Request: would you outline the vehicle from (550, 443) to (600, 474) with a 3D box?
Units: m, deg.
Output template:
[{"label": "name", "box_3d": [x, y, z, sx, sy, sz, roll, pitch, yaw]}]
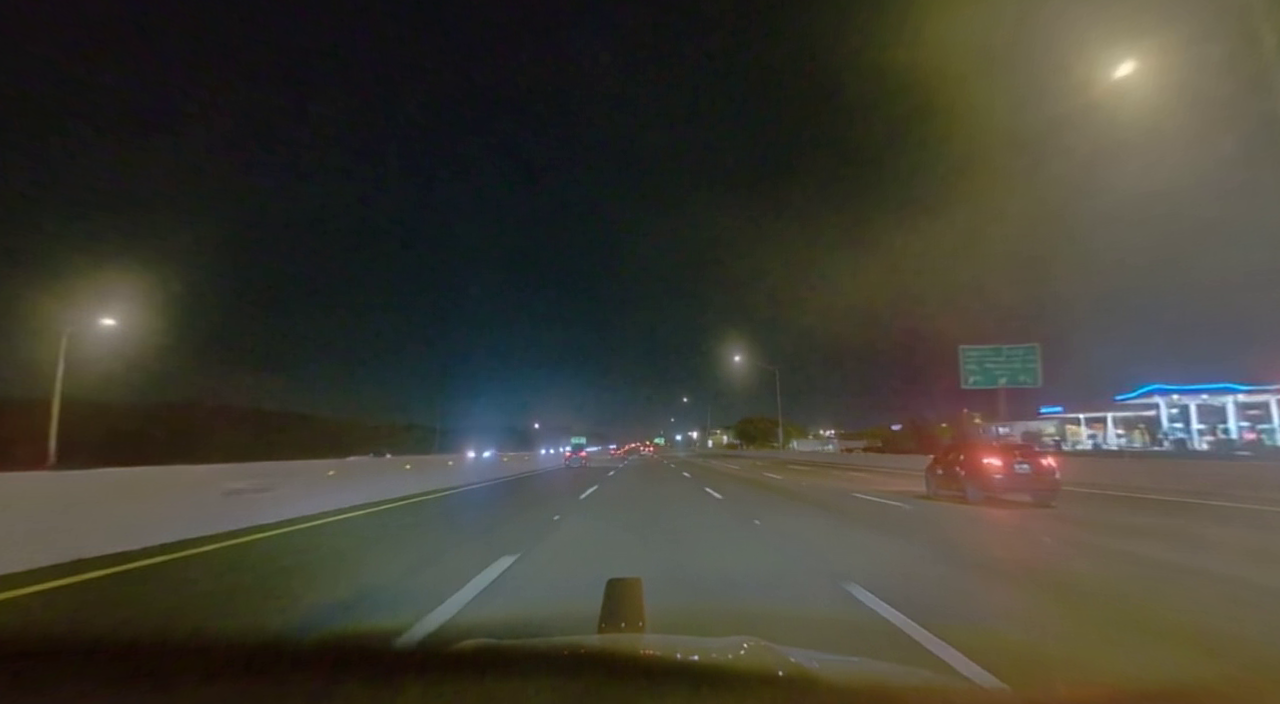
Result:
[{"label": "vehicle", "box_3d": [-3.324, 5.538, 32.968, 2.114, 1.510, 4.186, -1, -9, 1]}]

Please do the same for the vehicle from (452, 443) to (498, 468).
[{"label": "vehicle", "box_3d": [-11.174, 7.050, 43.050, 1.898, 1.610, 4.423, -1, -9, 1]}]

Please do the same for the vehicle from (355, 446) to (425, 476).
[{"label": "vehicle", "box_3d": [-14.409, 6.274, 36.692, 2.211, 1.607, 4.458, -1, -9, 1]}]

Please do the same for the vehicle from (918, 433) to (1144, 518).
[{"label": "vehicle", "box_3d": [7.981, 2.557, 13.620, 1.909, 1.467, 4.940, -1, -9, 3]}]

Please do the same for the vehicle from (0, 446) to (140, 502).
[{"label": "vehicle", "box_3d": [-21.776, 4.496, 23.686, 2.037, 1.852, 4.731, 0, -9, 0]}]

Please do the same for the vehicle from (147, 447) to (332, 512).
[{"label": "vehicle", "box_3d": [-10.364, 3.298, 16.836, 2.045, 1.466, 4.316, -1, -9, 1]}]
